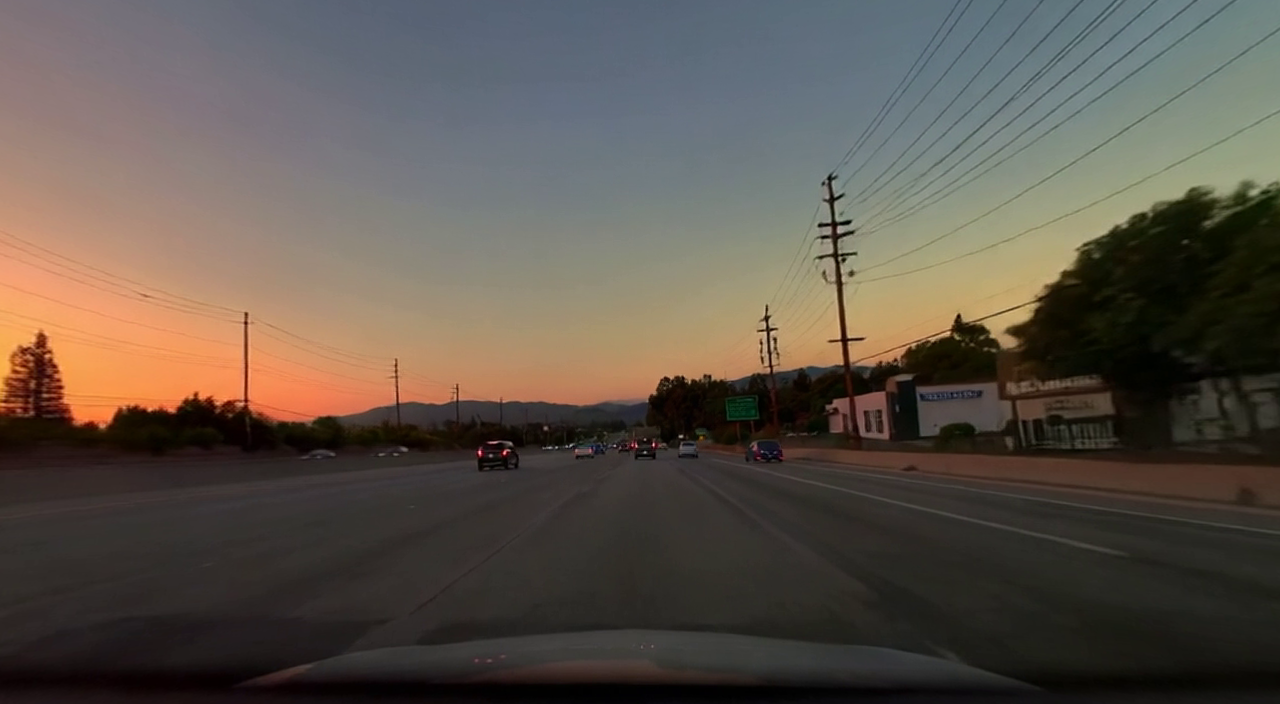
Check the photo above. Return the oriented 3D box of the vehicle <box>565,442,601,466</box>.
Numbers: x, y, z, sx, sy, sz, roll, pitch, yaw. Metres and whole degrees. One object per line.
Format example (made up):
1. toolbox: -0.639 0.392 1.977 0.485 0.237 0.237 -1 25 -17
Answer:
1. vehicle: -3.756 6.831 42.317 1.979 1.469 4.378 0 -8 0

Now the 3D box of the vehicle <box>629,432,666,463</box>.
1. vehicle: 0.520 7.227 47.786 2.622 2.208 5.320 0 -8 -1

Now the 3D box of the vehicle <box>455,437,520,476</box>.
1. vehicle: -7.297 5.032 30.670 2.007 1.732 4.395 0 -8 1

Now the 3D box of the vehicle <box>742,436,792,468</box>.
1. vehicle: 7.389 5.849 37.002 1.937 1.698 4.322 0 -8 -1
